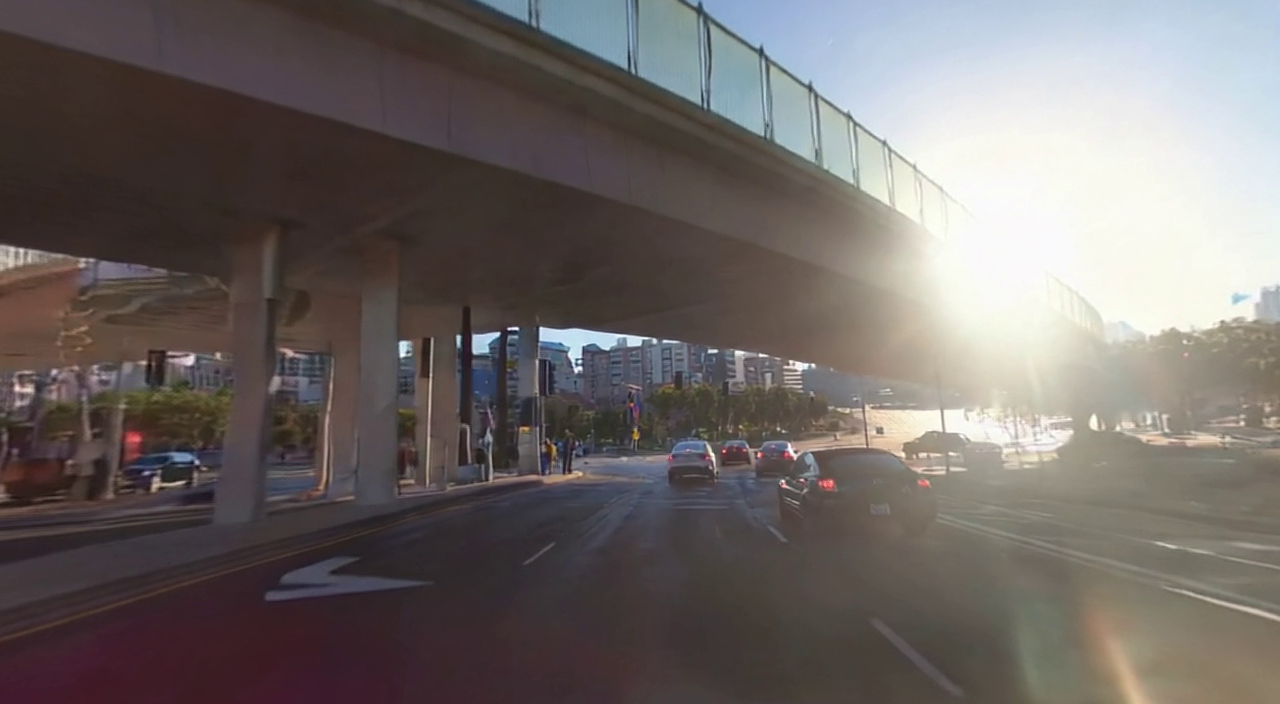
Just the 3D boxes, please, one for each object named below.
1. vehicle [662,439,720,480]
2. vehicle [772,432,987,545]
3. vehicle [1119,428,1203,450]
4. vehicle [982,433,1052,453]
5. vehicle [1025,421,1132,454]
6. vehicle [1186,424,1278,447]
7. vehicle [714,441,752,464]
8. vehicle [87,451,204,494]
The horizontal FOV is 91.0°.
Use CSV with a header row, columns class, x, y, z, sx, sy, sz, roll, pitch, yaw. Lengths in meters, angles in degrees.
class,x,y,z,sx,sy,sz,roll,pitch,yaw
vehicle,2.160,4.375,25.761,2.077,1.518,3.760,-2,-9,9
vehicle,3.773,2.238,11.063,2.051,1.509,4.933,-1,-9,3
vehicle,35.973,6.023,43.501,4.535,1.480,1.882,1,-9,-11
vehicle,29.863,7.228,49.904,4.487,1.474,1.943,1,-9,-10
vehicle,29.364,5.757,42.236,5.771,2.019,2.293,0,-9,-10
vehicle,42.137,5.933,44.798,5.097,1.557,1.900,1,-9,-9
vehicle,6.599,7.092,44.413,2.134,1.492,4.674,-3,-9,14
vehicle,-23.910,5.802,30.703,2.106,1.791,4.618,-1,-9,-3
